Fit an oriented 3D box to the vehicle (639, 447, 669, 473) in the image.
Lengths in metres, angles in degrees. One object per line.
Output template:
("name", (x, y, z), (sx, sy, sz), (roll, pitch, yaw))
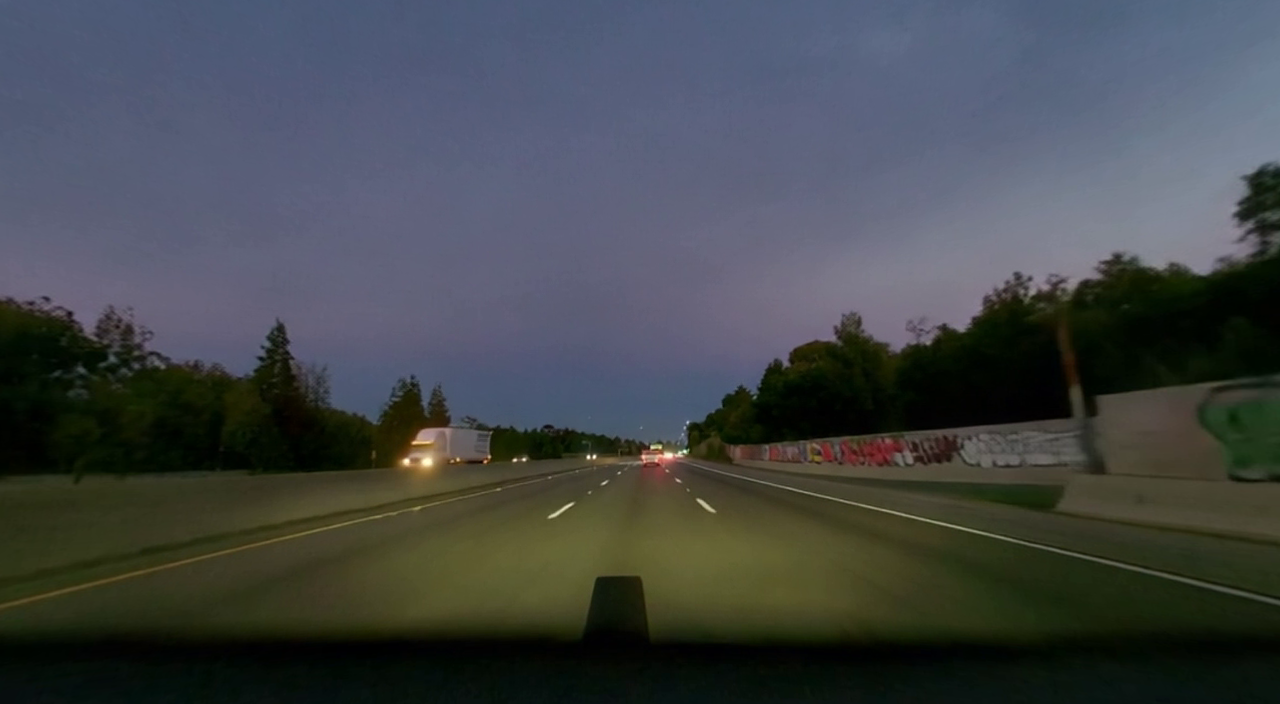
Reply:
("vehicle", (1.068, 8.507, 49.564), (2.279, 1.934, 4.268), (0, -9, 0))
